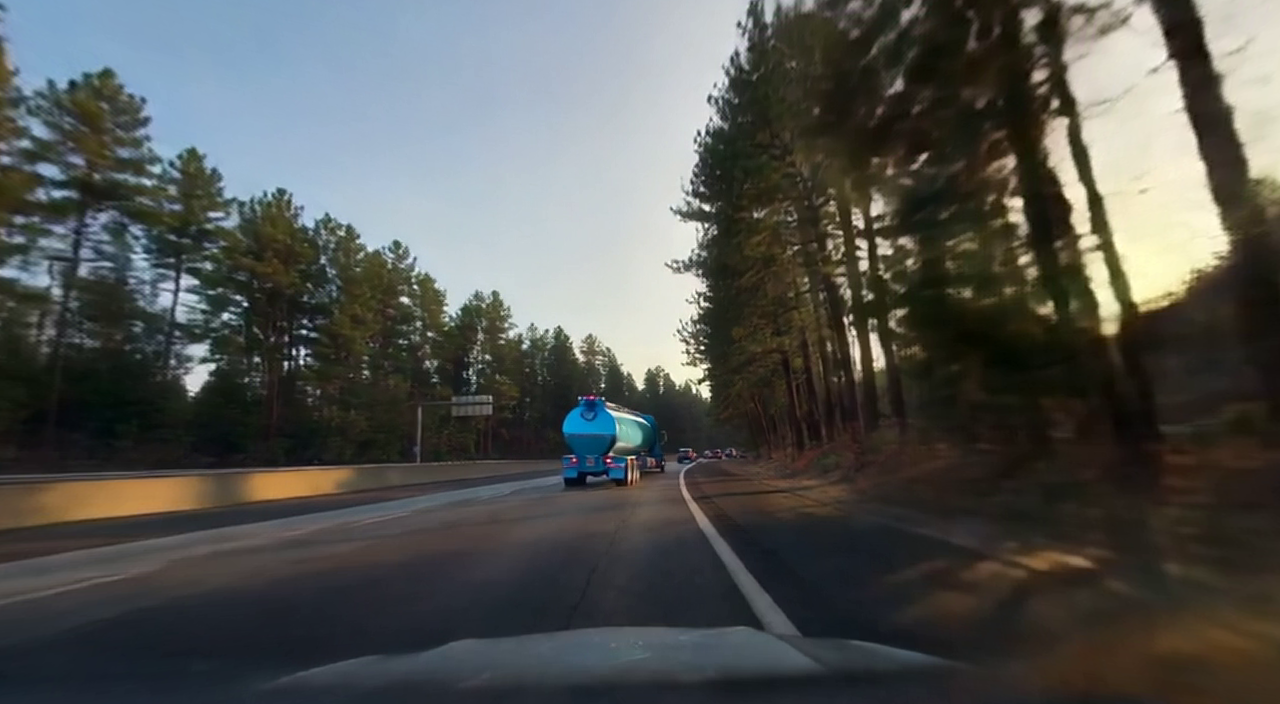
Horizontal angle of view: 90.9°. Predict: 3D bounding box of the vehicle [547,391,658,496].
[{"bbox_3d":[-1.196,4.289,29.554,2.907,3.747,13.318,-1,-8,6],"label":"vehicle"}]
